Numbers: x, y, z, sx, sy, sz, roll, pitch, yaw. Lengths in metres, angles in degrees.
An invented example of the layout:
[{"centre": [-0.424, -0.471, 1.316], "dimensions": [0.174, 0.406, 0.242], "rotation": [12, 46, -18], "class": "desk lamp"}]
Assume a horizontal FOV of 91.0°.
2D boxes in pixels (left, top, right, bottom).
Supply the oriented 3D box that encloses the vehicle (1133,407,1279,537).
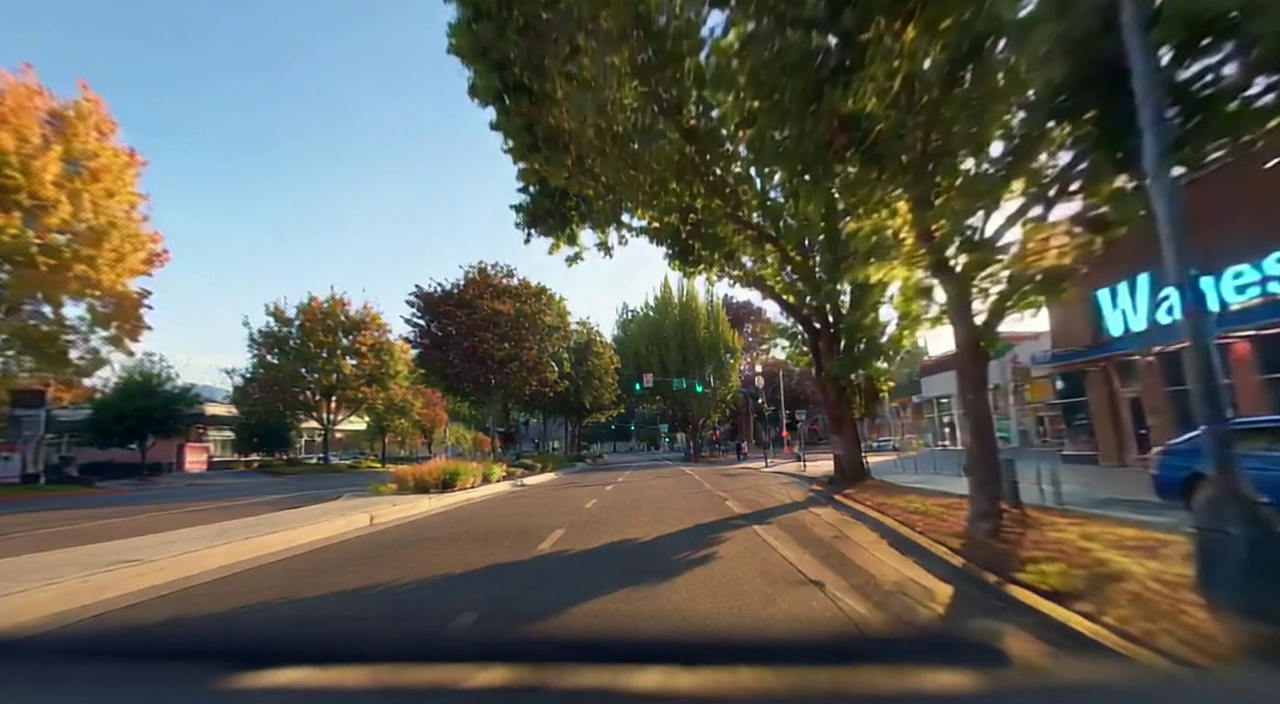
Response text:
[{"centre": [12.663, 1.932, 11.046], "dimensions": [5.788, 2.002, 2.377], "rotation": [-3, -7, 5], "class": "vehicle"}]
